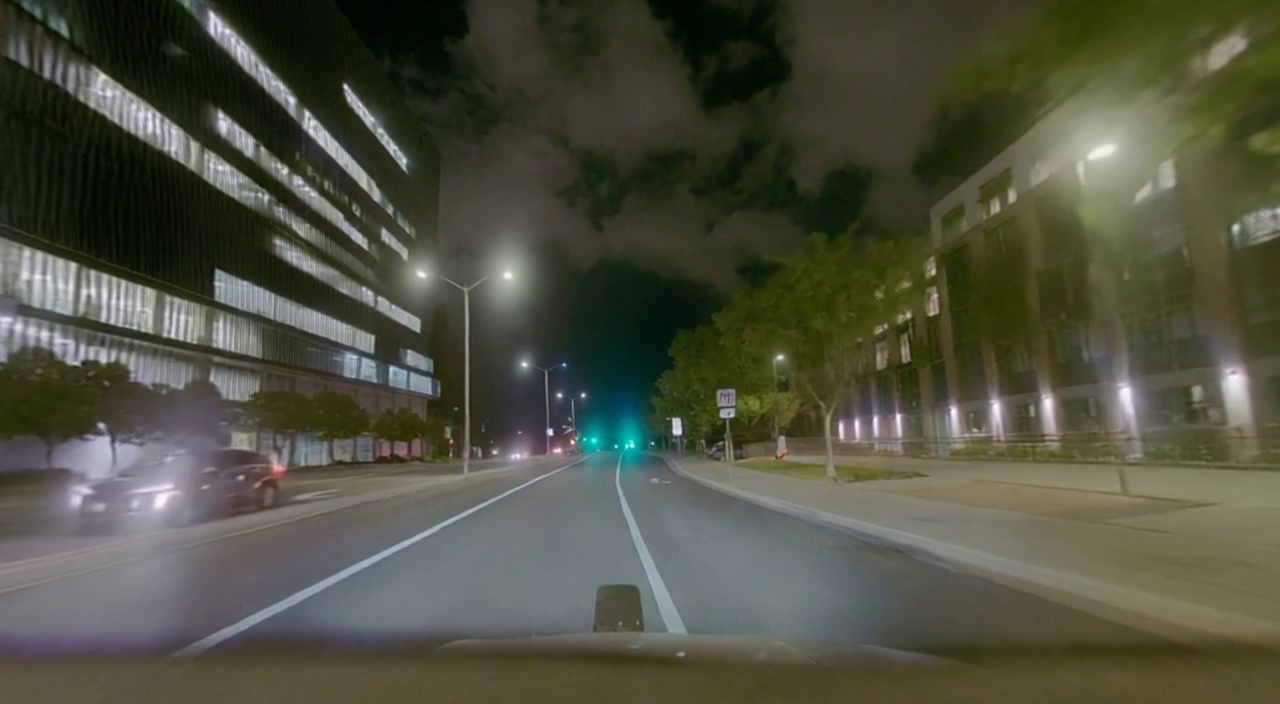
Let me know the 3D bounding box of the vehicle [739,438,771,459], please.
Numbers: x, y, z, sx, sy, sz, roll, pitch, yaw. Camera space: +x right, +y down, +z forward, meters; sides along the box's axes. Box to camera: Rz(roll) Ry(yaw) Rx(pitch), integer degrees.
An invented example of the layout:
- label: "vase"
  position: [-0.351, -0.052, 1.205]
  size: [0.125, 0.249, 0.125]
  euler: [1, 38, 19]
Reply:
- label: "vehicle"
  position: [8.829, 7.423, 48.587]
  size: [1.842, 1.535, 3.638]
  euler: [0, -9, 2]

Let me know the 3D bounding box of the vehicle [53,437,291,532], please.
- label: "vehicle"
  position: [-10.014, 2.813, 14.130]
  size: [1.988, 1.755, 4.568]
  euler: [1, -9, -3]

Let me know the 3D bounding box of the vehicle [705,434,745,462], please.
- label: "vehicle"
  position: [6.379, 7.287, 47.956]
  size: [2.160, 1.944, 5.086]
  euler: [0, -8, -2]
